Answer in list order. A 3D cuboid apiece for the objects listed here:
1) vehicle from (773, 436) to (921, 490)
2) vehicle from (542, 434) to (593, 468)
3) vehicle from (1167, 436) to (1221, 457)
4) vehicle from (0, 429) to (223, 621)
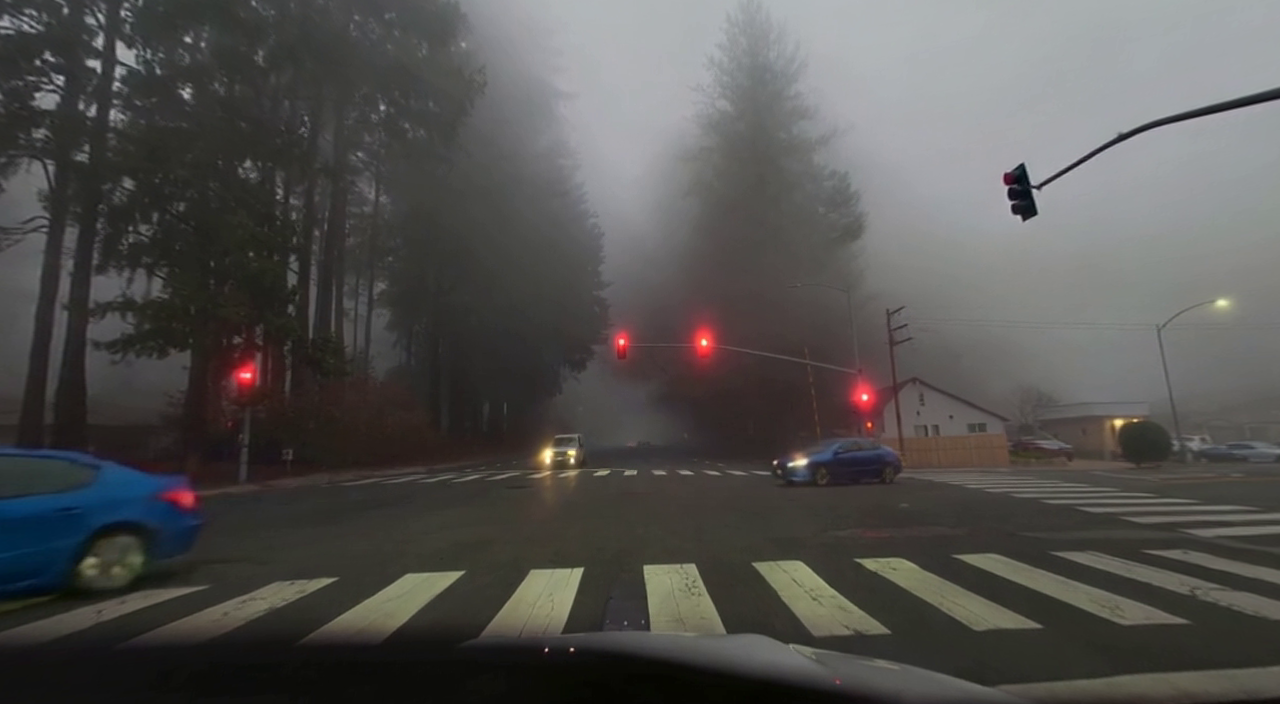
[{"bbox_3d":[6.510,3.424,19.793,4.377,1.523,1.877,5,-10,-29],"label":"vehicle"},{"bbox_3d":[-3.673,5.119,32.836,2.140,1.638,4.259,0,-8,0],"label":"vehicle"},{"bbox_3d":[42.836,7.307,48.706,4.133,1.561,1.824,5,-10,-31],"label":"vehicle"},{"bbox_3d":[-6.052,1.339,4.814,1.864,1.482,4.528,-3,-9,17],"label":"vehicle"}]
